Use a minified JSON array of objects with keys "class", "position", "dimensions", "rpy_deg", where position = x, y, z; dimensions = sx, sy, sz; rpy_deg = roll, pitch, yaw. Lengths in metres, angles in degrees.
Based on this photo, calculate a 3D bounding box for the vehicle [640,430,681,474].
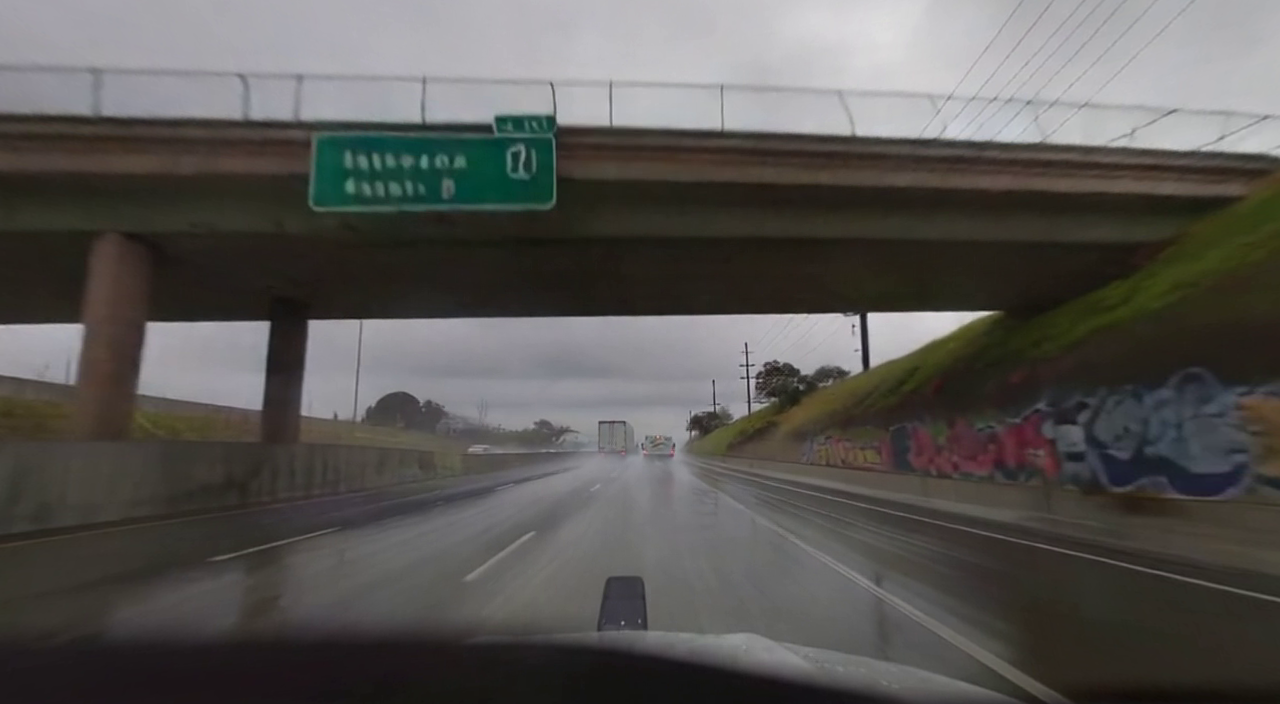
[{"class":"vehicle","position":[1.231,6.471,41.008],"dimensions":[2.462,2.627,5.799],"rpy_deg":[0,-9,0]}]
